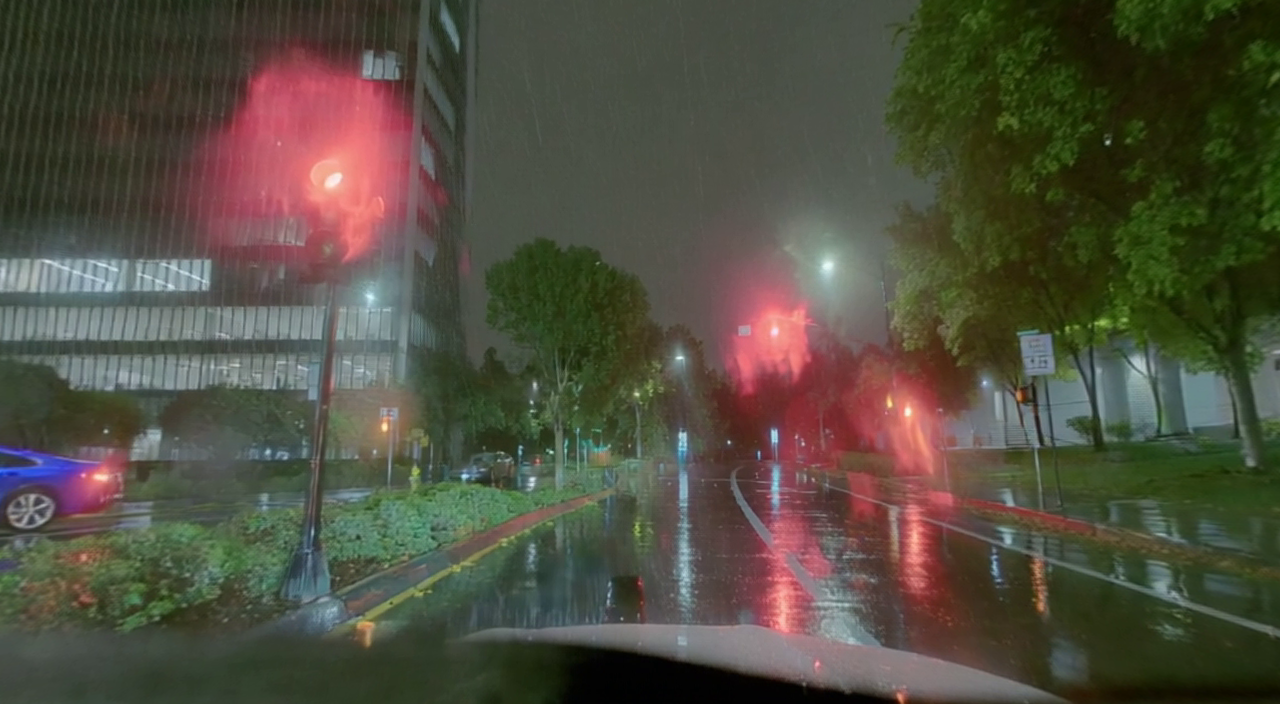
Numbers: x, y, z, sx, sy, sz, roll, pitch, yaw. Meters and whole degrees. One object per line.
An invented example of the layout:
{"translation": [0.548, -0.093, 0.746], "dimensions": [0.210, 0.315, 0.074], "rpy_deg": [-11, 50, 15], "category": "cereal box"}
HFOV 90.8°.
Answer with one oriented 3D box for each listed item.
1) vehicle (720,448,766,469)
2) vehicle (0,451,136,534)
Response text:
{"translation": [7.856, 8.118, 48.418], "dimensions": [1.829, 1.440, 4.384], "rpy_deg": [2, -9, -14], "category": "vehicle"}
{"translation": [-12.856, 2.712, 12.270], "dimensions": [4.598, 1.490, 1.816], "rpy_deg": [7, -11, -40], "category": "vehicle"}
